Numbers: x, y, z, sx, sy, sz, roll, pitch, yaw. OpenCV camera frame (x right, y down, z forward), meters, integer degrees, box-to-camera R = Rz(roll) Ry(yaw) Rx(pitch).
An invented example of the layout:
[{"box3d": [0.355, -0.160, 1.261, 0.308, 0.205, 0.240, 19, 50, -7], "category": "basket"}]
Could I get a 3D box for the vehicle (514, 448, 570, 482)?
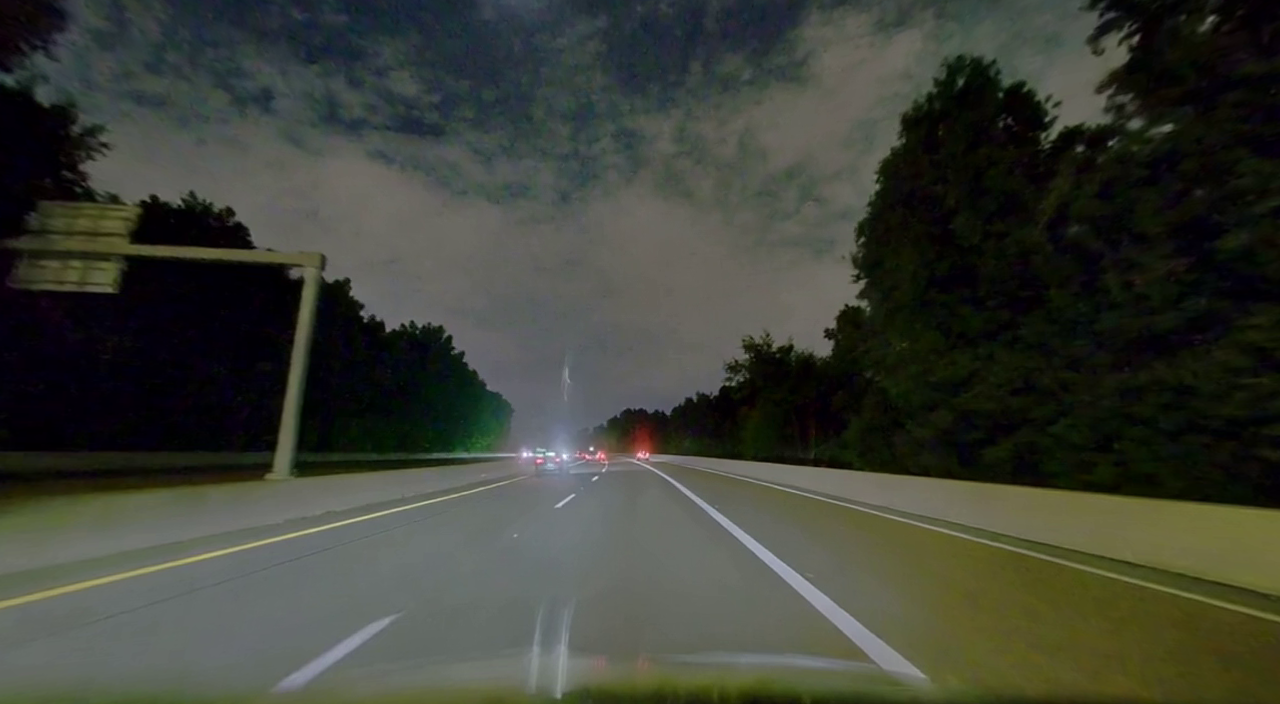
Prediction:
[{"box3d": [-4.716, 5.498, 30.983, 2.049, 1.521, 4.366, 0, -9, 0], "category": "vehicle"}]
